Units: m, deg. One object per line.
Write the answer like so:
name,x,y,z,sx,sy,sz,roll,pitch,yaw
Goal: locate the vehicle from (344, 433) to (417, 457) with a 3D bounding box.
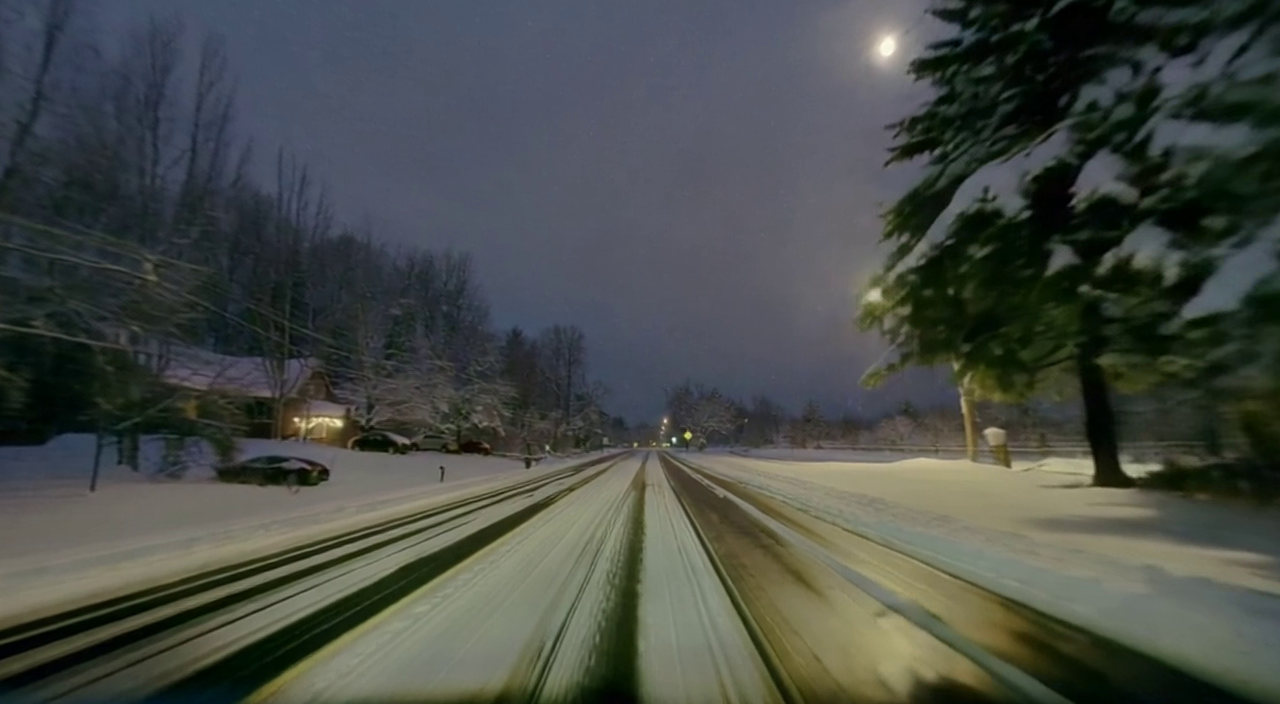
vehicle,-19.903,7.157,48.565,4.640,1.765,2.242,0,-9,-3
